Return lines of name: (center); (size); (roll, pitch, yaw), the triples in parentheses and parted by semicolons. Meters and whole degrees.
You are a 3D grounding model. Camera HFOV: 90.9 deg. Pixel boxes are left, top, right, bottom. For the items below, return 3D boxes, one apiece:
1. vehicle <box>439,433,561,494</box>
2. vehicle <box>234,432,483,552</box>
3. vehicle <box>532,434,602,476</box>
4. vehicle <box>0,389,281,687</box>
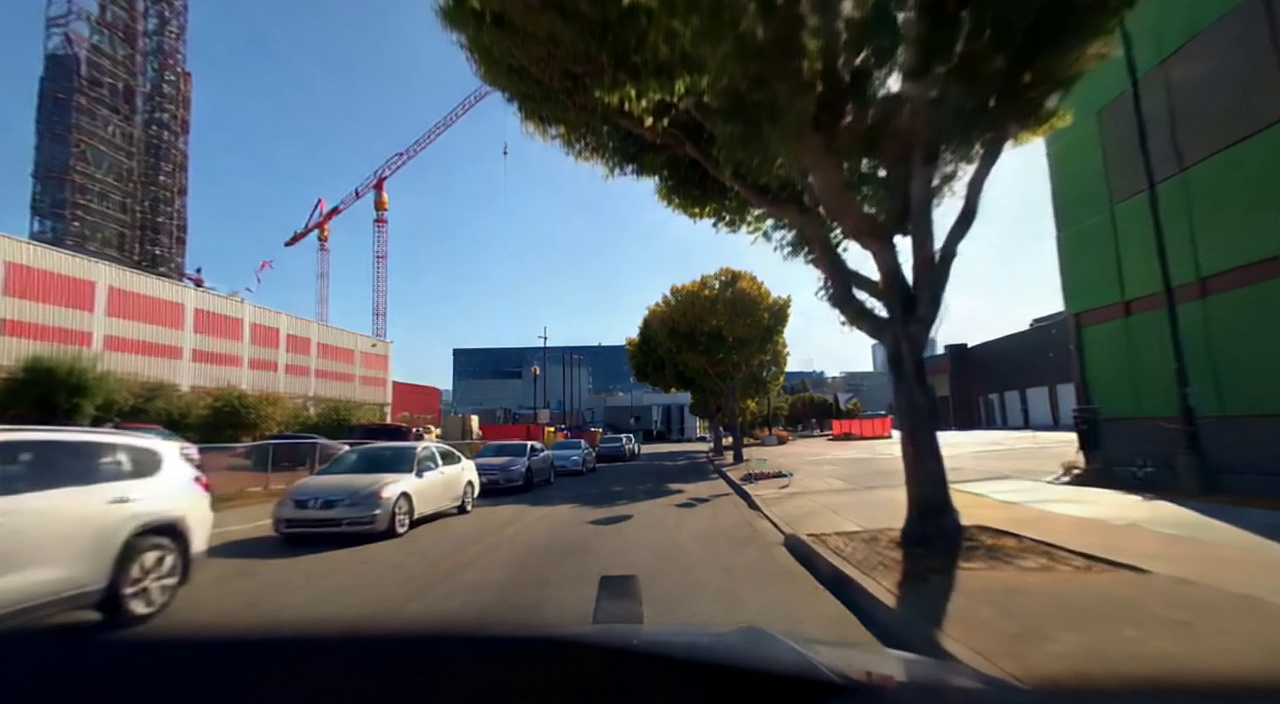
vehicle: (-3.621, 2.942, 17.172); (1.996, 1.411, 4.370); (-1, -8, 5)
vehicle: (-3.975, 1.993, 9.762); (1.806, 1.451, 3.878); (-1, -8, 5)
vehicle: (-2.742, 3.970, 24.715); (1.948, 1.460, 4.394); (-1, -8, 4)
vehicle: (-4.448, 1.071, 3.799); (1.913, 1.620, 3.982); (-1, -8, 6)
